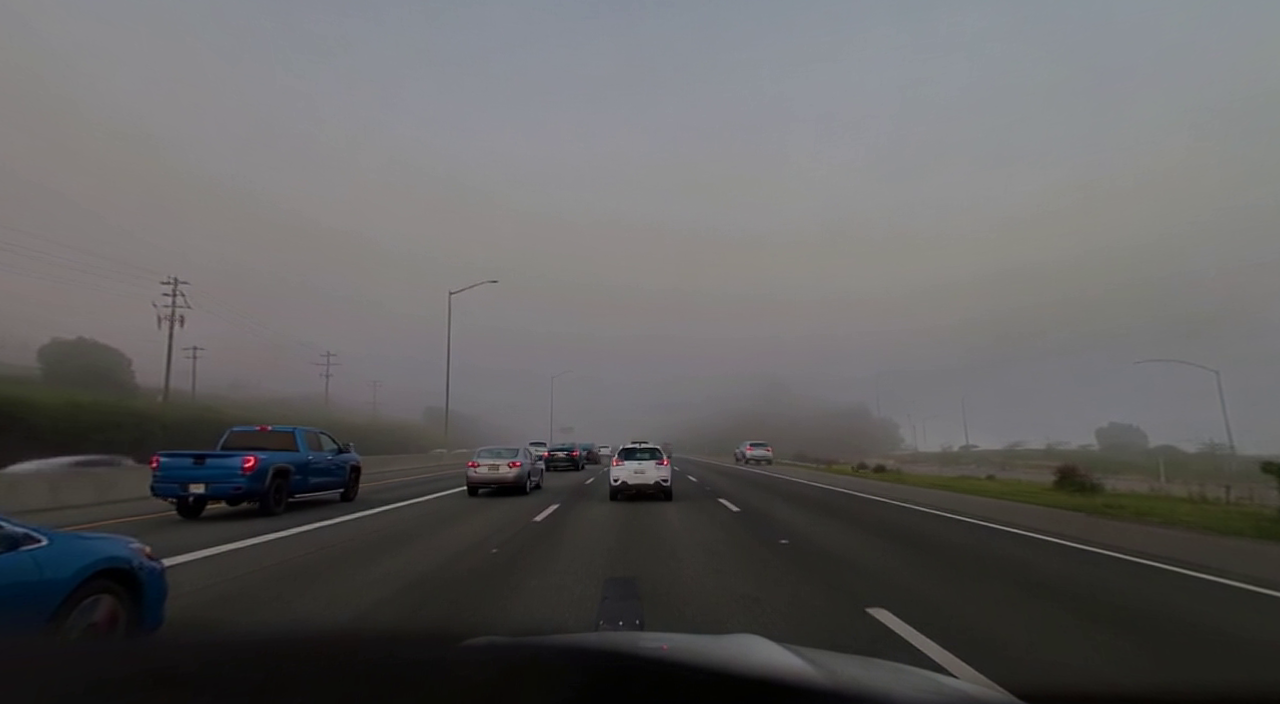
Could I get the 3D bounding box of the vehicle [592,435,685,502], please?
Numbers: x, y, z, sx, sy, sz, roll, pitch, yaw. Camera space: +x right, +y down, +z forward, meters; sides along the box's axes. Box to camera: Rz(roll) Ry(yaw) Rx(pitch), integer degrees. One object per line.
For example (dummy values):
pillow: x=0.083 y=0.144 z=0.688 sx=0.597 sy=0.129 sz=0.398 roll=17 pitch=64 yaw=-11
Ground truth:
vehicle: x=-0.078 y=2.960 z=16.562 sx=2.102 sy=1.499 sz=4.439 roll=0 pitch=-8 yaw=-1

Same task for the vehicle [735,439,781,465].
vehicle: x=8.103 y=6.922 z=43.975 sx=2.205 sy=1.701 sz=4.601 roll=0 pitch=-8 yaw=-2

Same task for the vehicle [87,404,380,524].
vehicle: x=-7.747 y=2.227 z=13.078 sx=2.194 sy=1.922 sz=5.637 roll=0 pitch=-8 yaw=1

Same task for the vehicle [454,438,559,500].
vehicle: x=-3.434 y=3.094 z=17.131 sx=1.899 sy=1.437 sz=4.131 roll=0 pitch=-8 yaw=1

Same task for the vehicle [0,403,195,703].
vehicle: x=-3.812 y=0.802 z=1.619 sx=1.955 sy=1.481 sz=4.604 roll=0 pitch=-8 yaw=0
